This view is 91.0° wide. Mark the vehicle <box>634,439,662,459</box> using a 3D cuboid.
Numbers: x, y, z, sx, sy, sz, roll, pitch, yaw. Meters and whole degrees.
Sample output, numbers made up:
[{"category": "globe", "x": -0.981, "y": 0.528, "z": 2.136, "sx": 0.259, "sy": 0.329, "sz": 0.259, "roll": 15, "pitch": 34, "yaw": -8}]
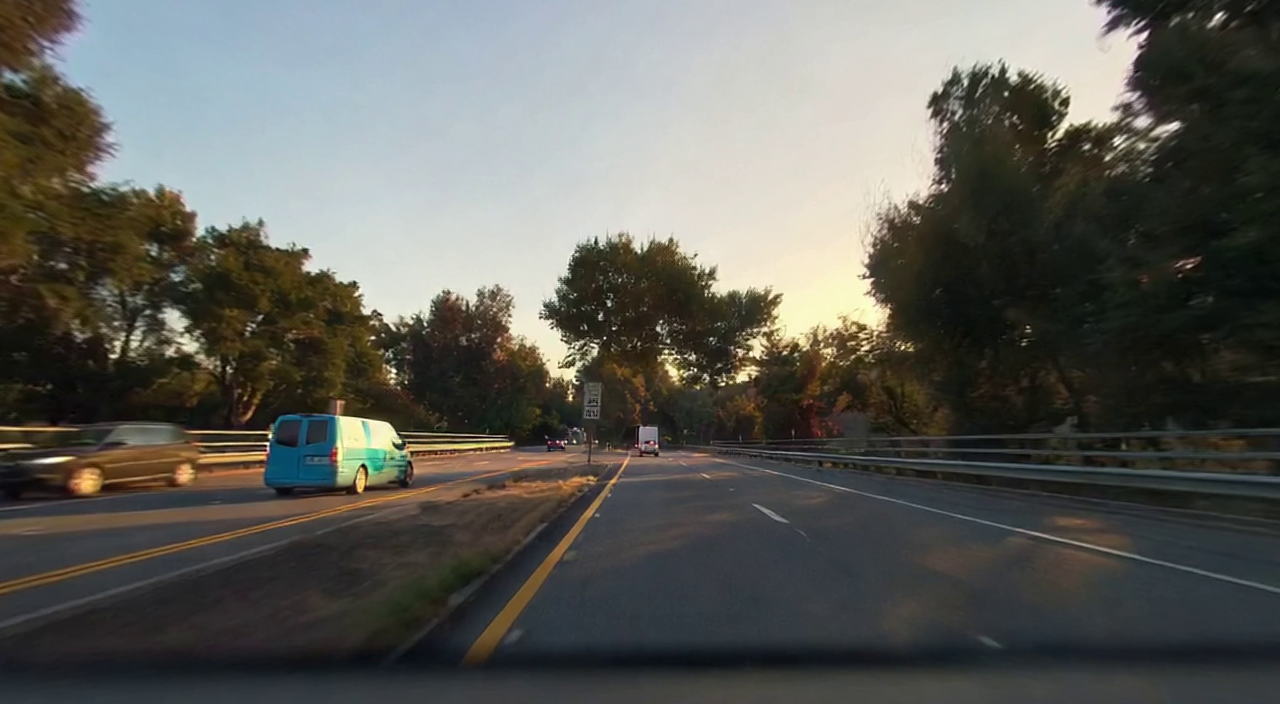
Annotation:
[{"category": "vehicle", "x": 0.646, "y": 7.461, "z": 48.457, "sx": 2.061, "sy": 1.469, "sz": 3.782, "roll": 0, "pitch": -8, "yaw": 1}]

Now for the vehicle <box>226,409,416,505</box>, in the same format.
[{"category": "vehicle", "x": -7.115, "y": 2.393, "z": 14.692, "sx": 2.068, "sy": 1.897, "sz": 4.372, "roll": 0, "pitch": -8, "yaw": 1}]

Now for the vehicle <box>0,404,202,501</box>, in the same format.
[{"category": "vehicle", "x": -13.907, "y": 2.465, "z": 15.745, "sx": 2.103, "sy": 2.019, "sz": 5.093, "roll": 0, "pitch": -8, "yaw": 1}]
